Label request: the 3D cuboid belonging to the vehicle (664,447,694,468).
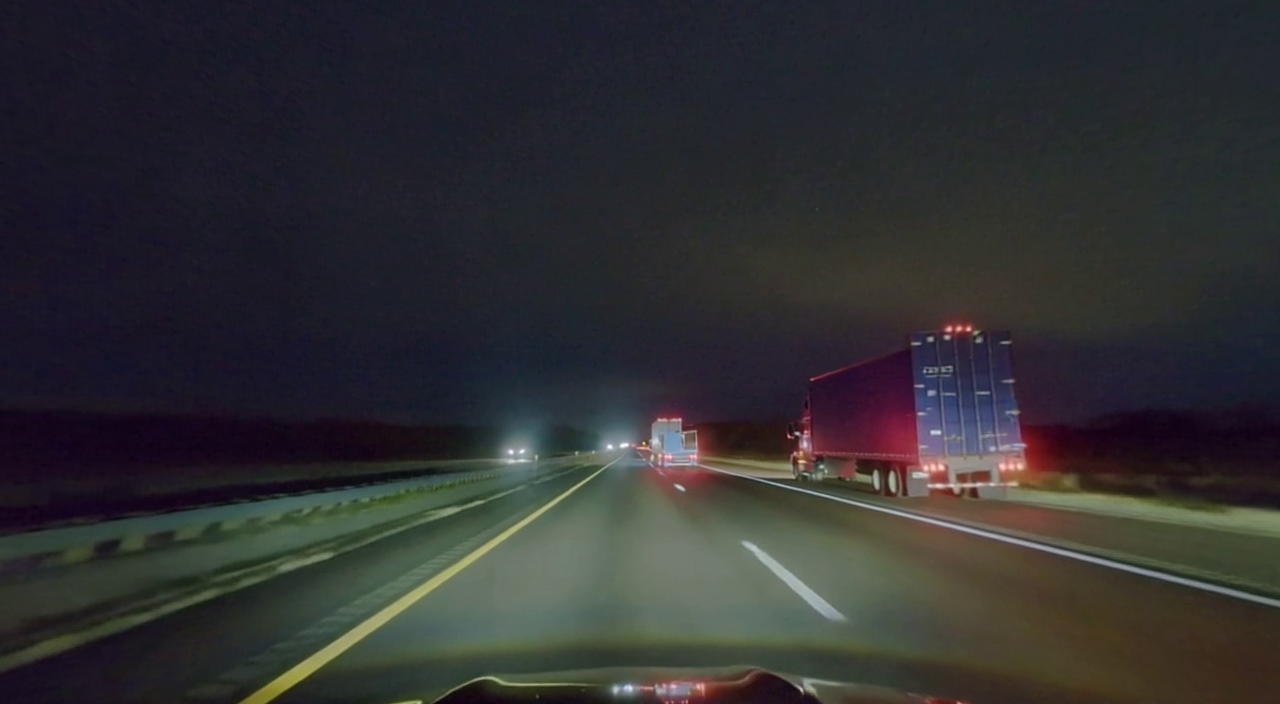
[{"bbox_3d":[2.842,7.721,46.131,1.836,1.459,3.766,0,-9,-2],"label":"vehicle"}]
